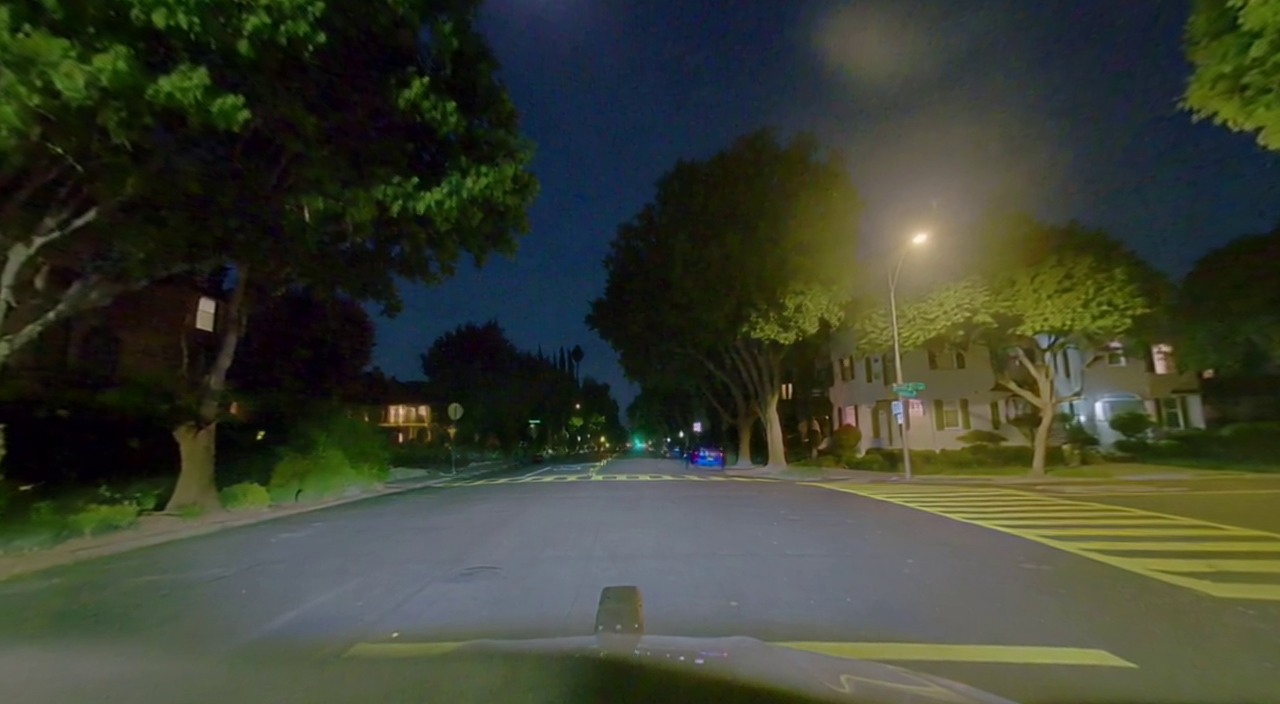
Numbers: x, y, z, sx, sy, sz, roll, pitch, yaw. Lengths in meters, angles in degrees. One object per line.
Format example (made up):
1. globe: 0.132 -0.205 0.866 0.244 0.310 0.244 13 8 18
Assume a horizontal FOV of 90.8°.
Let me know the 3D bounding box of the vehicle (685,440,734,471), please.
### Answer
1. vehicle: 3.583 5.427 33.384 1.961 1.472 4.434 0 -8 -2
